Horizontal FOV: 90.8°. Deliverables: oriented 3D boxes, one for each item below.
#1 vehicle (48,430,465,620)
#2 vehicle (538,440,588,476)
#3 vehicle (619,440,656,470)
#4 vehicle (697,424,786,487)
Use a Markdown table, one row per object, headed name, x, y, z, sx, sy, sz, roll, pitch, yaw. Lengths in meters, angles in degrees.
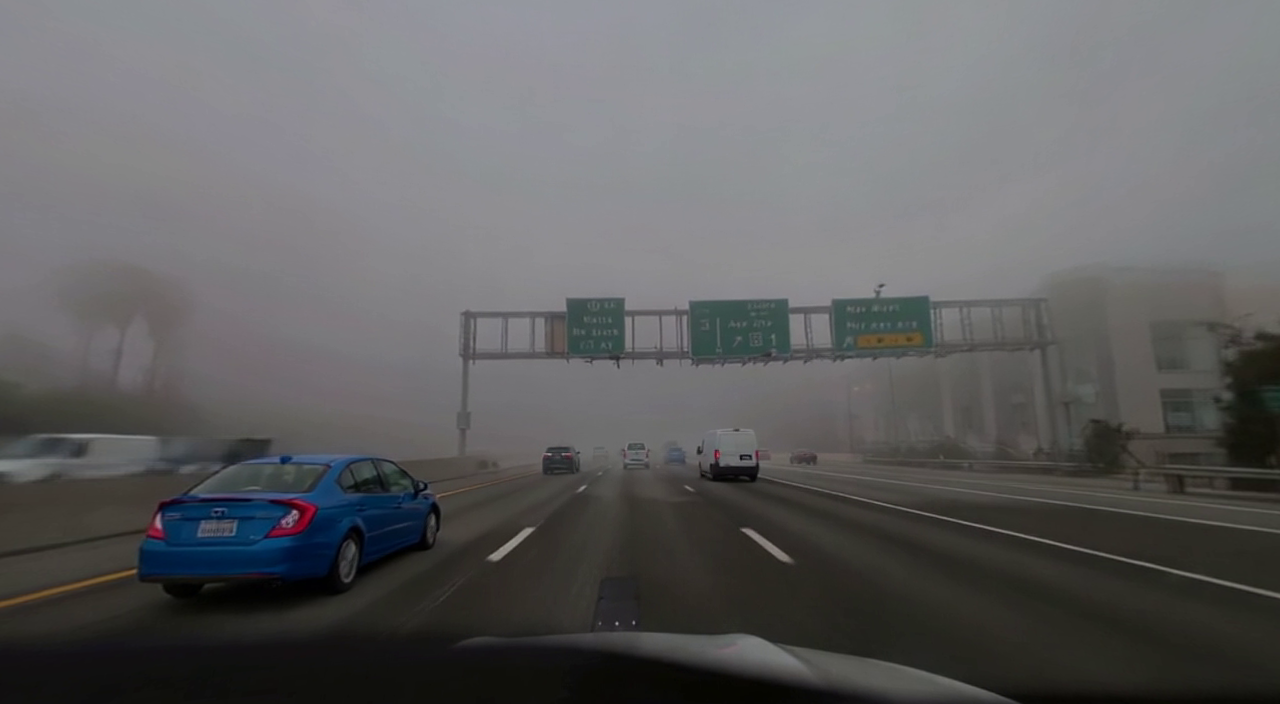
| name | x | y | z | sx | sy | sz | roll | pitch | yaw |
| --- | --- | --- | --- | --- | --- | --- | --- | --- | --- |
| vehicle | -3.630 | 1.698 | 7.210 | 1.991 | 1.469 | 4.381 | 0 | -9 | 0 |
| vehicle | -4.082 | 5.688 | 34.225 | 2.109 | 1.793 | 4.613 | 0 | -9 | 0 |
| vehicle | -0.195 | 6.558 | 40.347 | 2.212 | 1.786 | 4.198 | 0 | -9 | -1 |
| vehicle | 3.637 | 3.877 | 23.869 | 2.250 | 2.074 | 5.723 | 0 | -9 | -2 |
